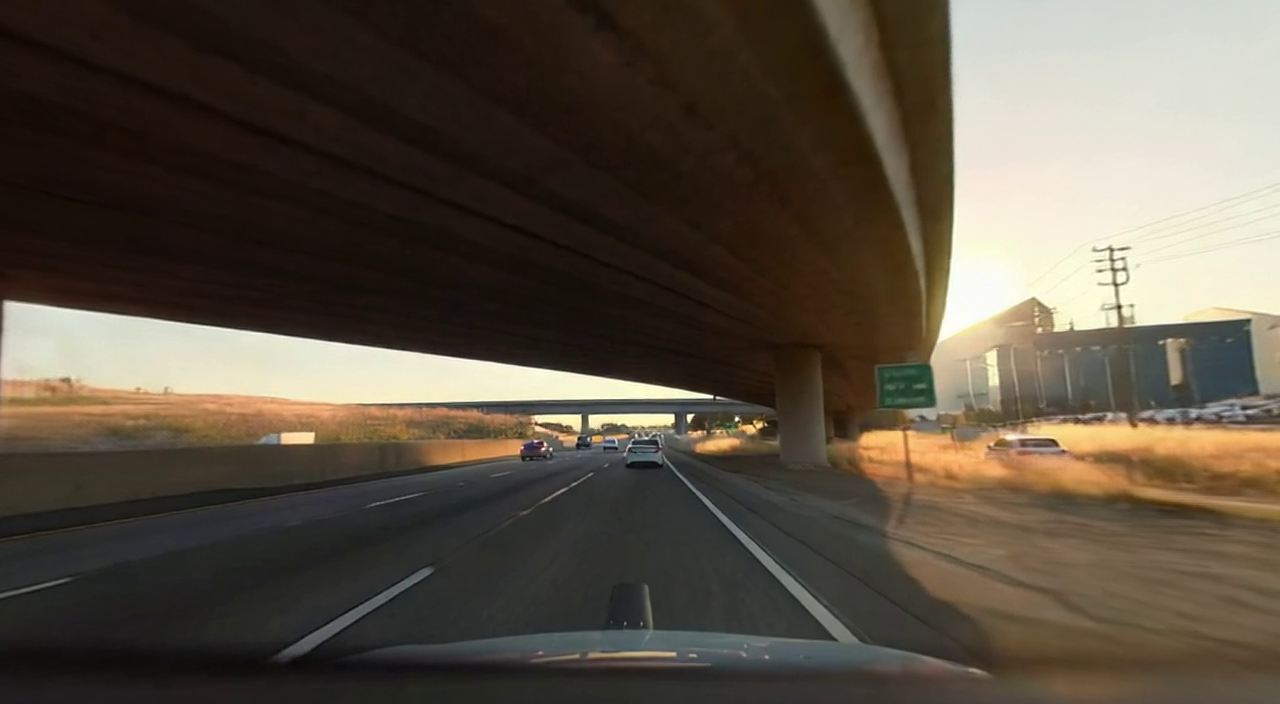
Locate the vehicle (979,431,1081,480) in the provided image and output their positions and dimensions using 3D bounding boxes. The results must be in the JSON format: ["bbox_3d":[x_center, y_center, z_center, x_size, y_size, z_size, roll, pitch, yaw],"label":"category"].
[{"bbox_3d":[15.927,4.229,26.087,2.095,1.674,4.530,2,-8,11],"label":"vehicle"}]

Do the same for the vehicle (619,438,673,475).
[{"bbox_3d":[0.237,4.507,27.430,2.145,1.493,4.146,0,-8,0],"label":"vehicle"}]

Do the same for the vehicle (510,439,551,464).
[{"bbox_3d":[-7.677,7.024,44.703,2.067,1.682,4.388,0,-9,1],"label":"vehicle"}]
